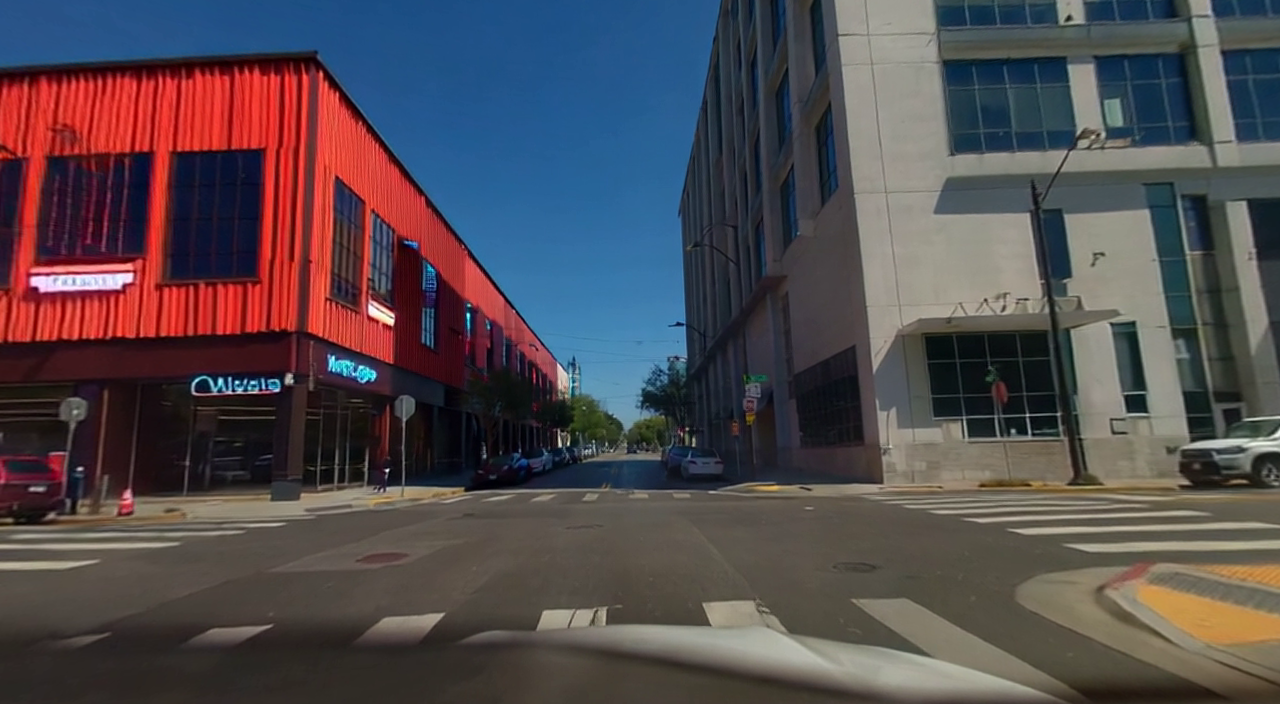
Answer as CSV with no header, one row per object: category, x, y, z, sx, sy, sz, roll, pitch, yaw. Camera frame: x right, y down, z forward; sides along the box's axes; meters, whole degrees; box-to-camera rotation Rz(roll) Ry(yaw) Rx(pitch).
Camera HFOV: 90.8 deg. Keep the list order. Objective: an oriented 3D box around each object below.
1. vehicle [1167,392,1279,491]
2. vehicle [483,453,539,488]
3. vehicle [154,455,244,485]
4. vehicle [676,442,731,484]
vehicle,18.762,2.522,17.902,5.384,2.586,2.358,0,-8,0
vehicle,-5.864,5.427,29.215,1.864,1.447,3.887,0,-8,-2
vehicle,-24.082,6.429,34.593,3.618,1.412,1.587,-1,-9,-7
vehicle,2.726,4.885,28.051,1.917,1.680,4.500,0,-8,0
